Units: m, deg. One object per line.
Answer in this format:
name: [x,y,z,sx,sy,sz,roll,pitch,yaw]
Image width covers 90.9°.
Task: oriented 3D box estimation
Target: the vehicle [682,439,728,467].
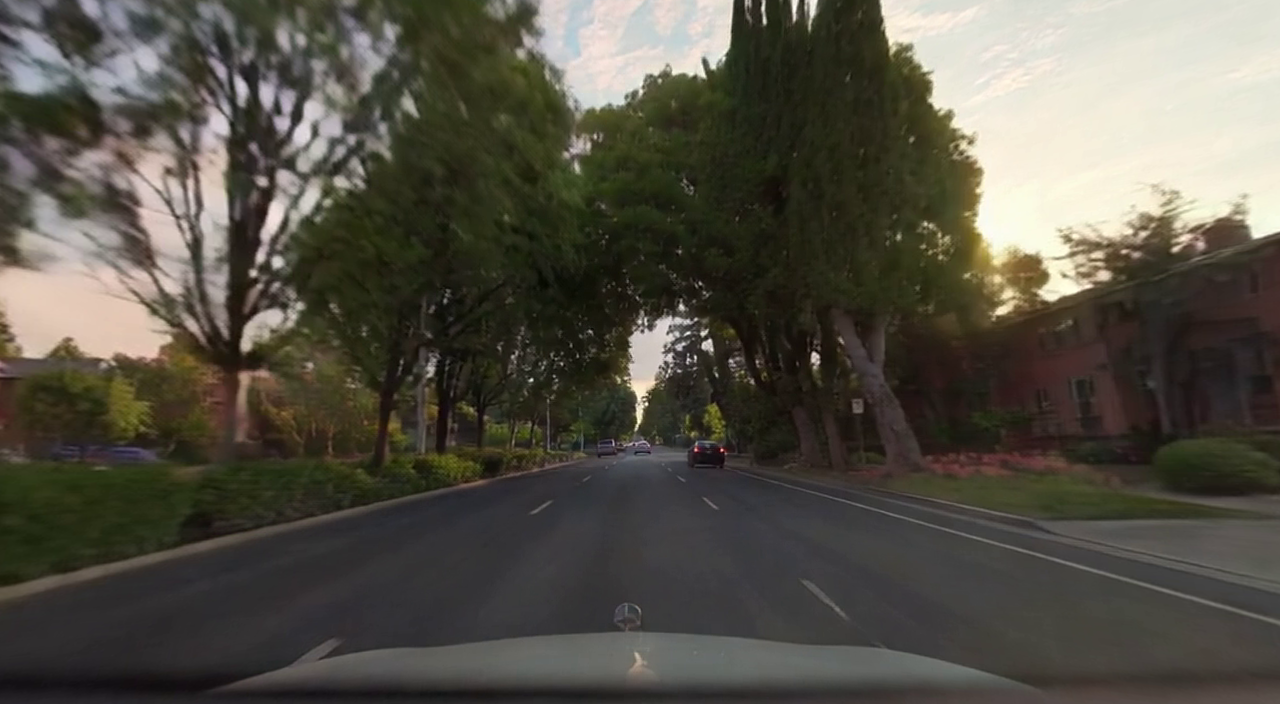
vehicle: [3.900,6.210,38.814,2.237,1.578,4.621,0,-8,-1]
